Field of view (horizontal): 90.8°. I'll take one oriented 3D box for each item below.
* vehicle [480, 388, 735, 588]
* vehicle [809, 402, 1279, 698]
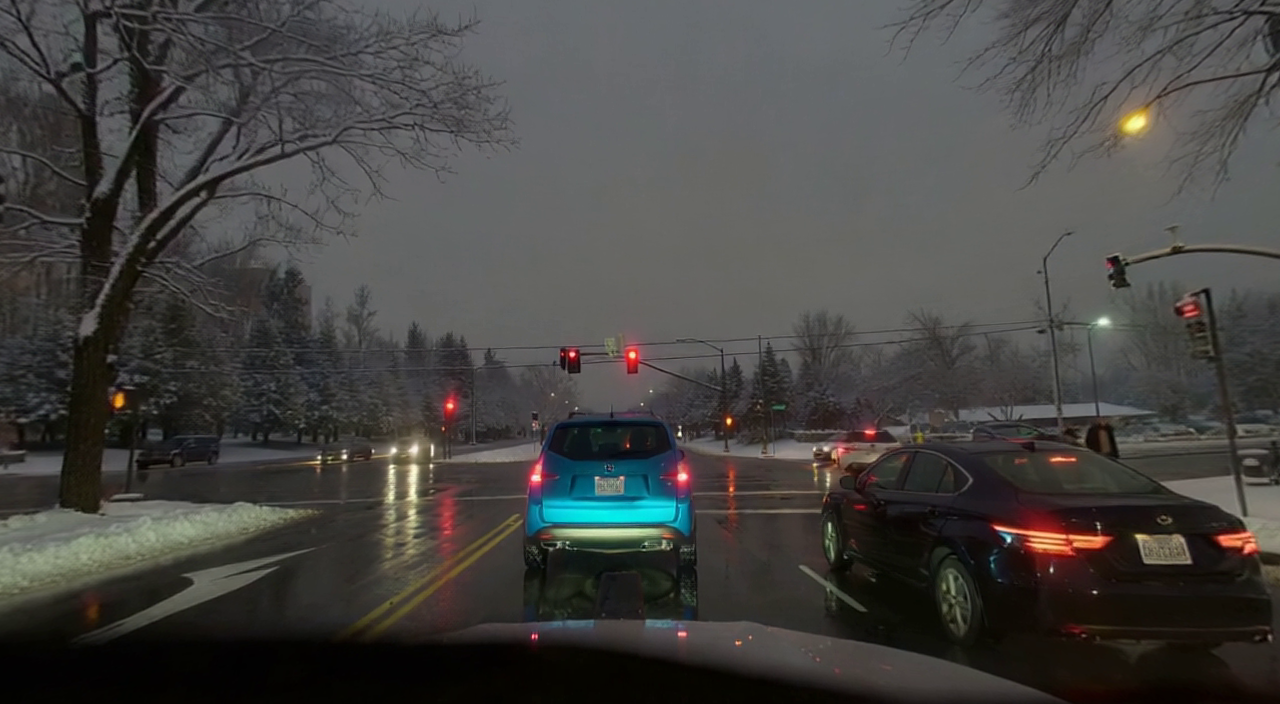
[{"bbox_3d":[-0.346,1.522,7.799,2.247,1.760,4.231,0,-9,-2],"label":"vehicle"},{"bbox_3d":[3.170,1.401,5.751,1.932,1.562,4.629,0,-9,-1],"label":"vehicle"}]
